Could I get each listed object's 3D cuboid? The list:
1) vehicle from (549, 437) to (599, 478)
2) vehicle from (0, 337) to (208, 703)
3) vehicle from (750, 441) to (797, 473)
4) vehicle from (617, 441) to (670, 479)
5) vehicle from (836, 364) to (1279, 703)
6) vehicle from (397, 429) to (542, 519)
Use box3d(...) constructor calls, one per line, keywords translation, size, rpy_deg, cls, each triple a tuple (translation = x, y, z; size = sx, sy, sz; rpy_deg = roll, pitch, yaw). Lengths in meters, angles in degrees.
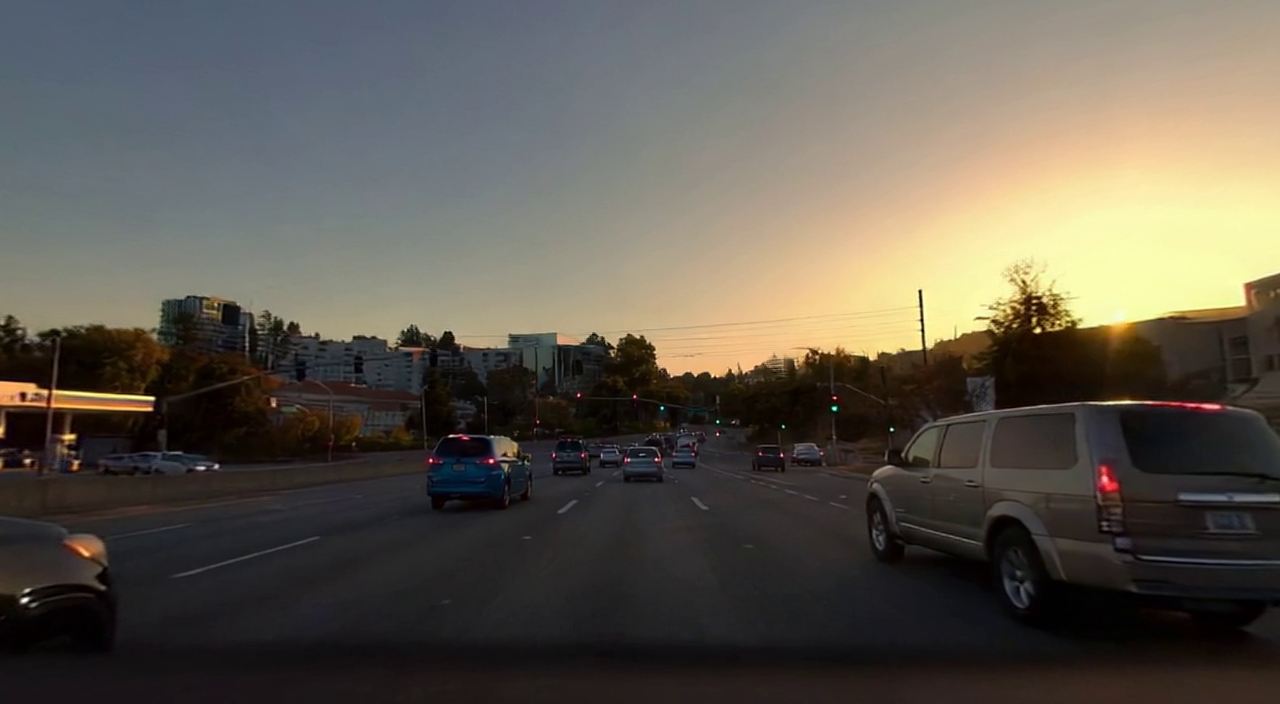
box3d(translation=(-3.353, 5.487, 32.959), size=(2.025, 1.936, 4.995), rpy_deg=(0, -9, 1), cls="vehicle")
box3d(translation=(-3.467, 0.619, 1.057), size=(2.159, 1.717, 4.581), rpy_deg=(0, -9, 1), cls="vehicle")
box3d(translation=(7.595, 6.001, 36.188), size=(2.119, 1.696, 4.623), rpy_deg=(-1, -9, 5), cls="vehicle")
box3d(translation=(0.147, 5.323, 31.337), size=(2.426, 1.703, 5.602), rpy_deg=(0, -8, 0), cls="vehicle")
box3d(translation=(3.586, 1.304, 5.630), size=(2.055, 1.786, 4.817), rpy_deg=(0, -9, 0), cls="vehicle")
box3d(translation=(-3.768, 2.795, 14.973), size=(2.002, 1.747, 5.173), rpy_deg=(0, -8, 0), cls="vehicle")
